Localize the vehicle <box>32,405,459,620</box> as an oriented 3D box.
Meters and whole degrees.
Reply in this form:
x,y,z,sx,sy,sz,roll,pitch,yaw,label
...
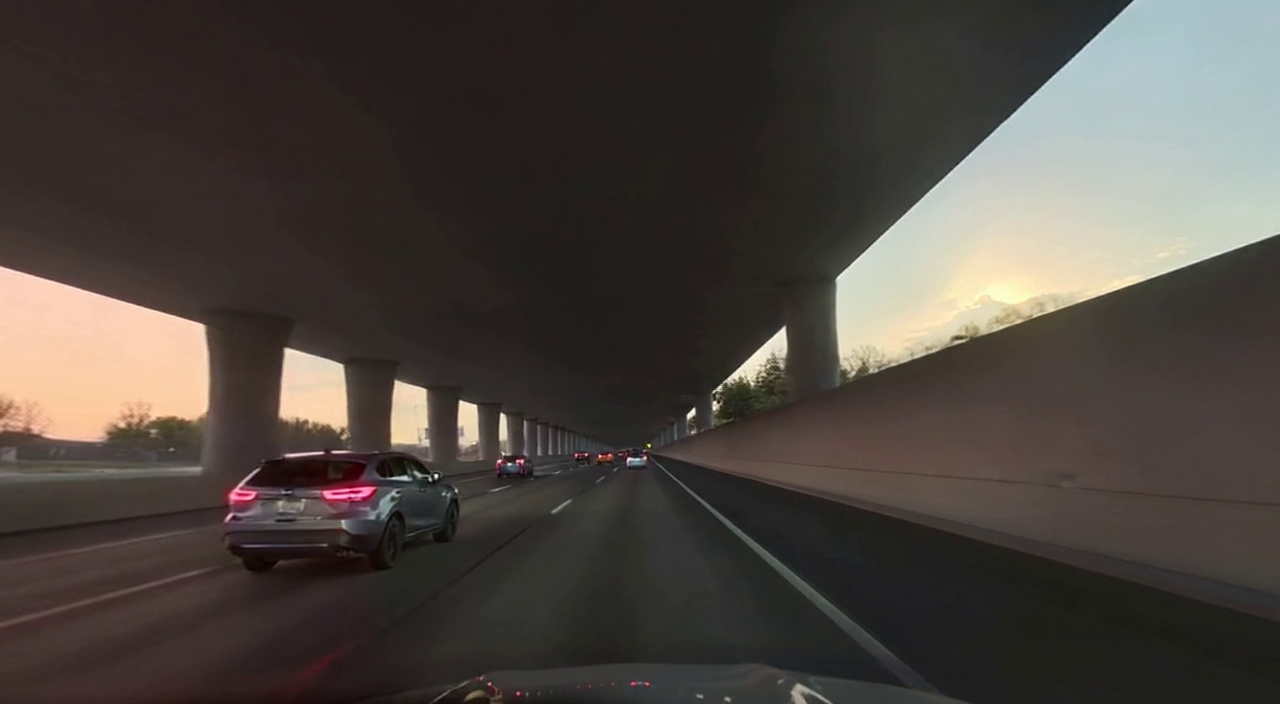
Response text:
x,y,z,sx,sy,sz,roll,pitch,yaw,label
-3.864,1.645,7.439,2.059,1.725,4.521,0,-9,0,vehicle

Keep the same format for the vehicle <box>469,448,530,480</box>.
x,y,z,sx,sy,sz,roll,pitch,yaw,label
-7.186,5.777,32.804,1.998,1.542,4.953,0,-9,1,vehicle
